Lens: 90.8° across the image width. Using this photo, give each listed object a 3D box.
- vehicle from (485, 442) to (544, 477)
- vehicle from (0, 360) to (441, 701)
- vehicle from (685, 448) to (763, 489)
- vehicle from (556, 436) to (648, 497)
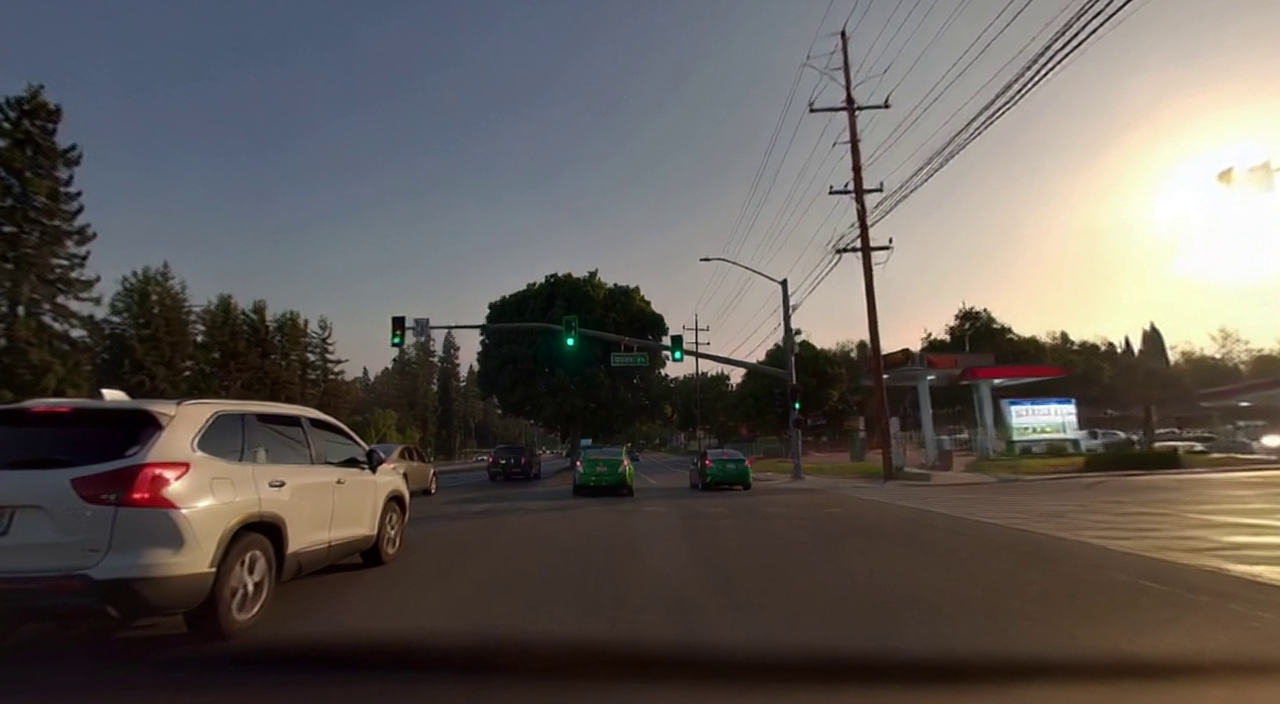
[{"bbox_3d":[-7.243,6.256,37.076,2.385,1.918,5.056,0,-9,0],"label":"vehicle"},{"bbox_3d":[-3.370,1.193,5.378,1.922,1.642,4.547,0,-9,-1],"label":"vehicle"},{"bbox_3d":[2.843,4.056,22.428,2.065,1.302,4.416,0,-9,-1],"label":"vehicle"},{"bbox_3d":[-0.949,3.067,17.291,2.189,1.437,4.135,0,-9,-1],"label":"vehicle"}]
